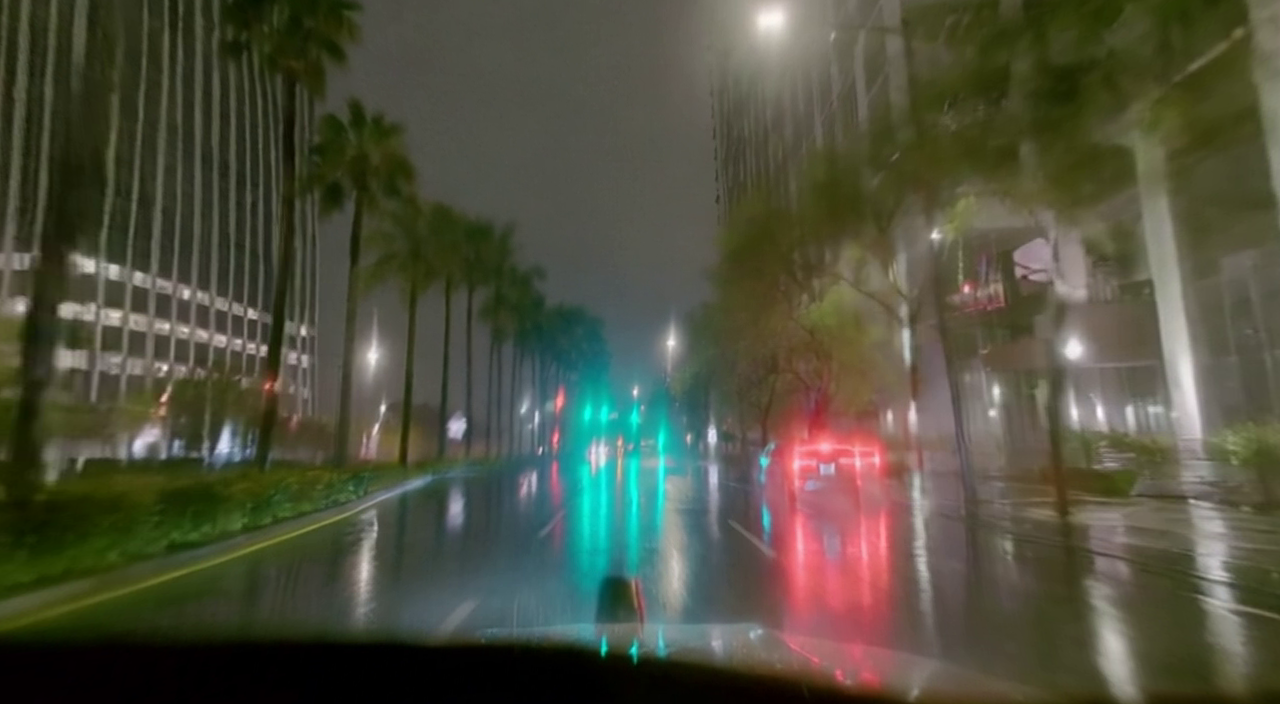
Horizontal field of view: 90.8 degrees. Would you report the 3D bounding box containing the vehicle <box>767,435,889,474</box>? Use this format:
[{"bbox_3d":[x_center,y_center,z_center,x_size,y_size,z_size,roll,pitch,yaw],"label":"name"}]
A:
[{"bbox_3d":[8.513,4.697,29.024,4.871,1.708,2.144,0,-9,-2],"label":"vehicle"}]
